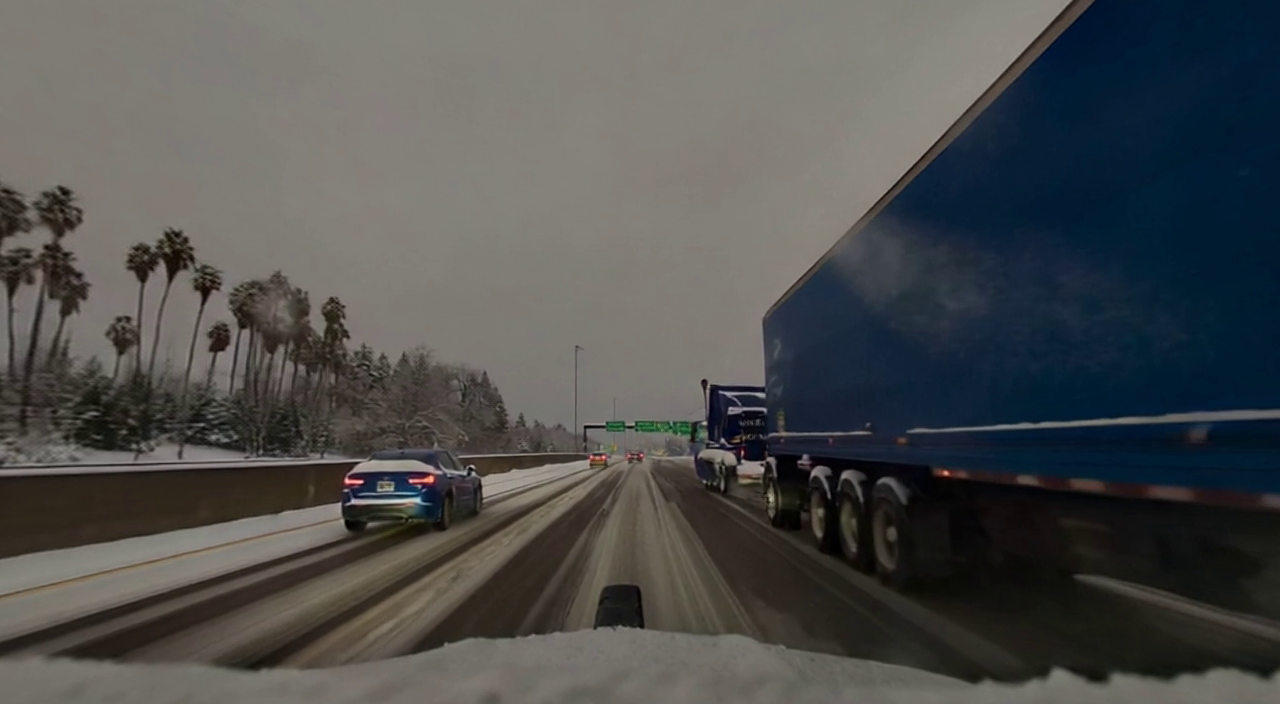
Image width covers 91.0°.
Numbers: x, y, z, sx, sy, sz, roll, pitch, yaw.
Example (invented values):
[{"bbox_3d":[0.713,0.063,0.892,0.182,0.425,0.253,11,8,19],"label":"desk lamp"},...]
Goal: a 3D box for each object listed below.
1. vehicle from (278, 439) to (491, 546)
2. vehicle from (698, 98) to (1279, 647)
[{"bbox_3d":[-4.245,2.381,11.361,2.120,1.537,4.139,0,-9,-1],"label":"vehicle"},{"bbox_3d":[3.570,1.242,12.837,2.891,4.123,16.415,0,-9,-1],"label":"vehicle"}]
